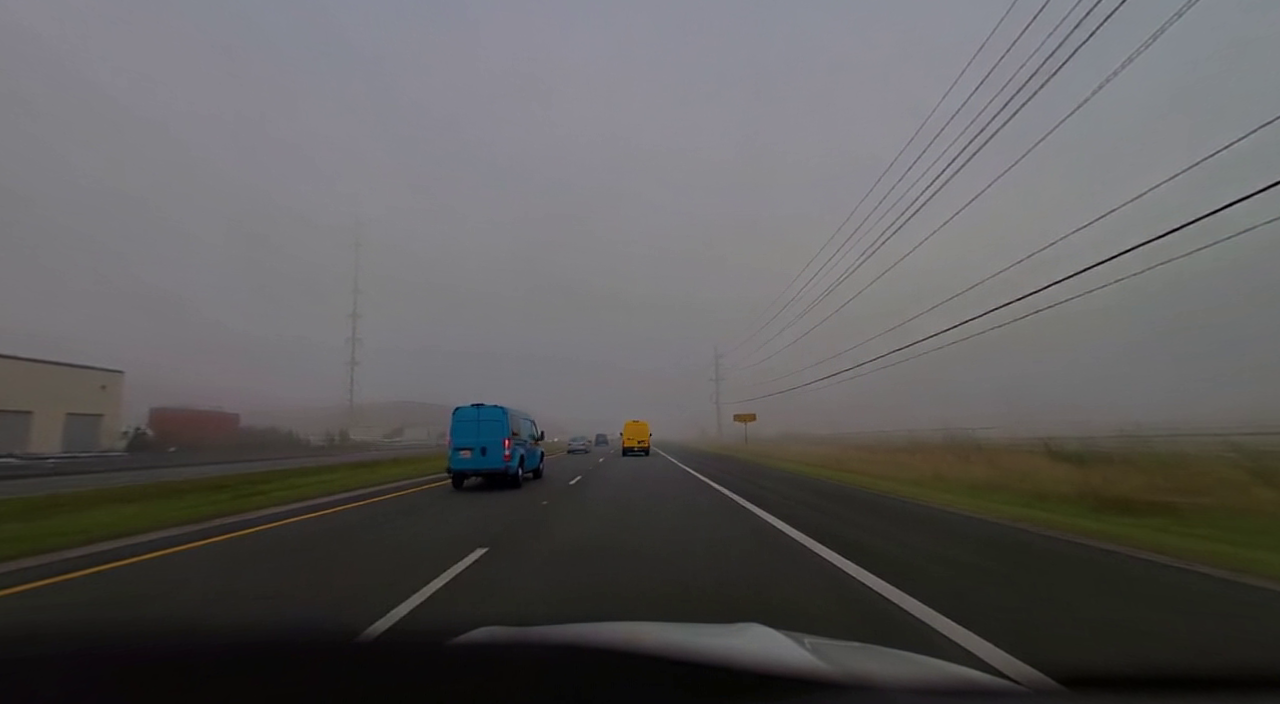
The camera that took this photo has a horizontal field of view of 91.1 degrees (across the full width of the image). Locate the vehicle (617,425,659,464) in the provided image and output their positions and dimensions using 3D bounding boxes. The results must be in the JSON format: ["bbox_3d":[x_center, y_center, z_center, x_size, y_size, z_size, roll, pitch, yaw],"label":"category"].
[{"bbox_3d":[-0.167,5.144,35.062,2.213,1.997,4.456,0,-8,-1],"label":"vehicle"}]

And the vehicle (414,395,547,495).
[{"bbox_3d":[-4.303,2.642,18.219,2.388,2.410,5.787,0,-8,-1],"label":"vehicle"}]

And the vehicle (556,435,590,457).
[{"bbox_3d":[-4.834,6.832,45.945,2.058,1.557,4.125,0,-8,-1],"label":"vehicle"}]
